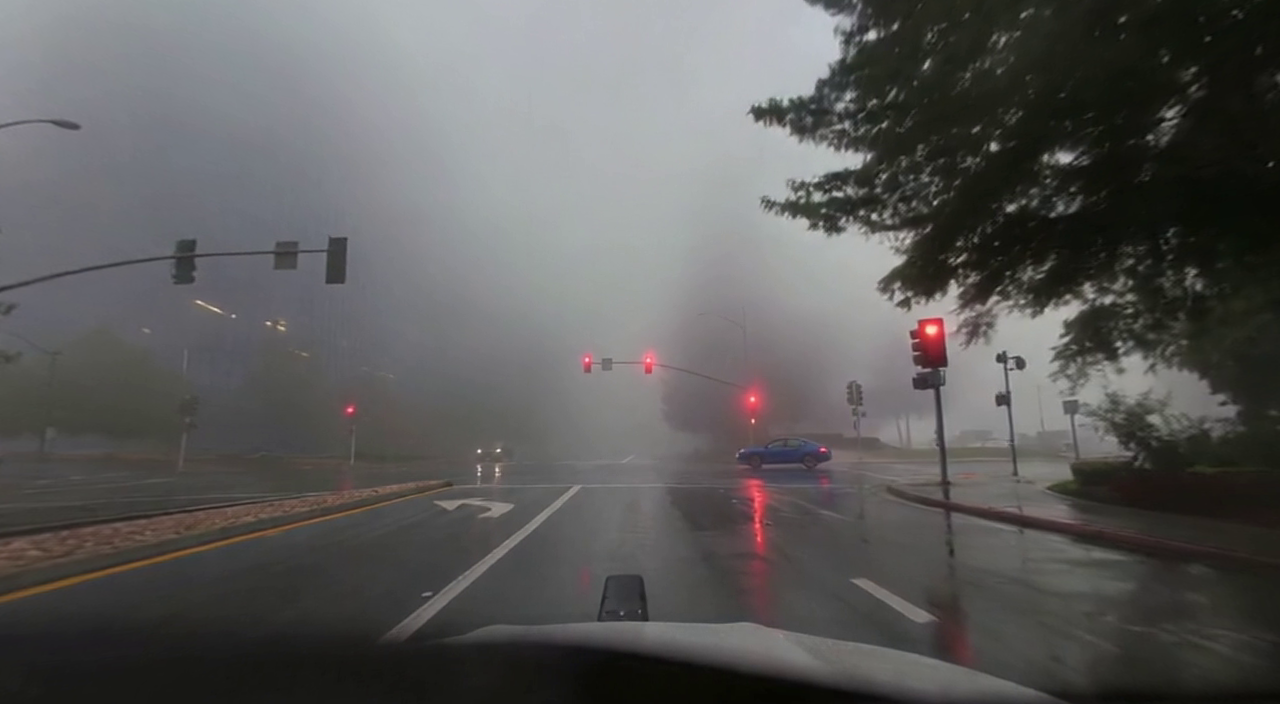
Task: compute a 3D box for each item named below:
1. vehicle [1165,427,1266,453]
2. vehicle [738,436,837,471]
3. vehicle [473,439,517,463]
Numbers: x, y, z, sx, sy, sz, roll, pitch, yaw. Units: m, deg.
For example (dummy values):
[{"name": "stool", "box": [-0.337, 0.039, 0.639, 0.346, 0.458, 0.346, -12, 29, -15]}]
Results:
[{"name": "vehicle", "box": [40.629, 6.262, 44.549, 4.625, 1.741, 2.395, 0, -9, 3]}, {"name": "vehicle", "box": [7.092, 4.919, 30.551, 4.218, 1.572, 2.065, 1, -9, -5]}, {"name": "vehicle", "box": [-11.387, 7.822, 49.794, 2.069, 1.771, 4.947, 0, -9, 3]}]
